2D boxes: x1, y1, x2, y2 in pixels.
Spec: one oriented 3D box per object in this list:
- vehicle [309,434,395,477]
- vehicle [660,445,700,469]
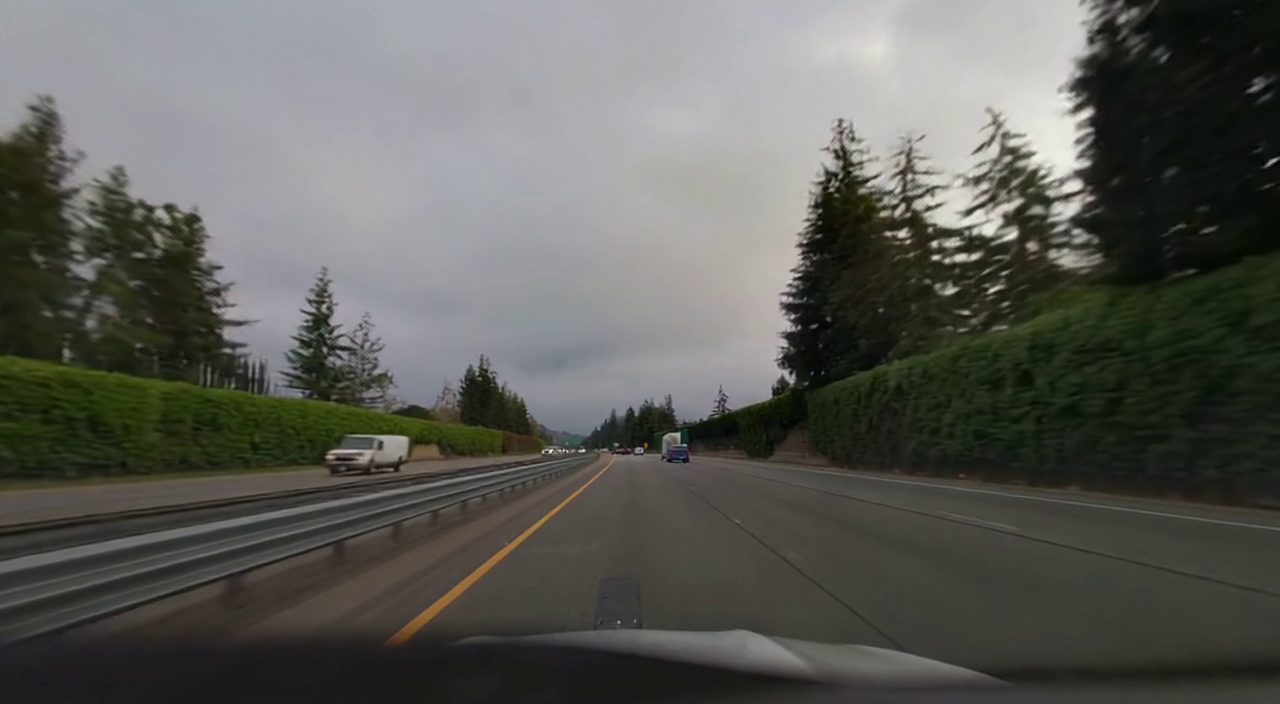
[{"bbox_3d":[-14.281,5.158,31.444,2.063,1.946,4.820,0,-9,0],"label":"vehicle"},{"bbox_3d":[2.649,7.016,42.153,2.244,1.498,4.338,0,-9,-2],"label":"vehicle"}]
